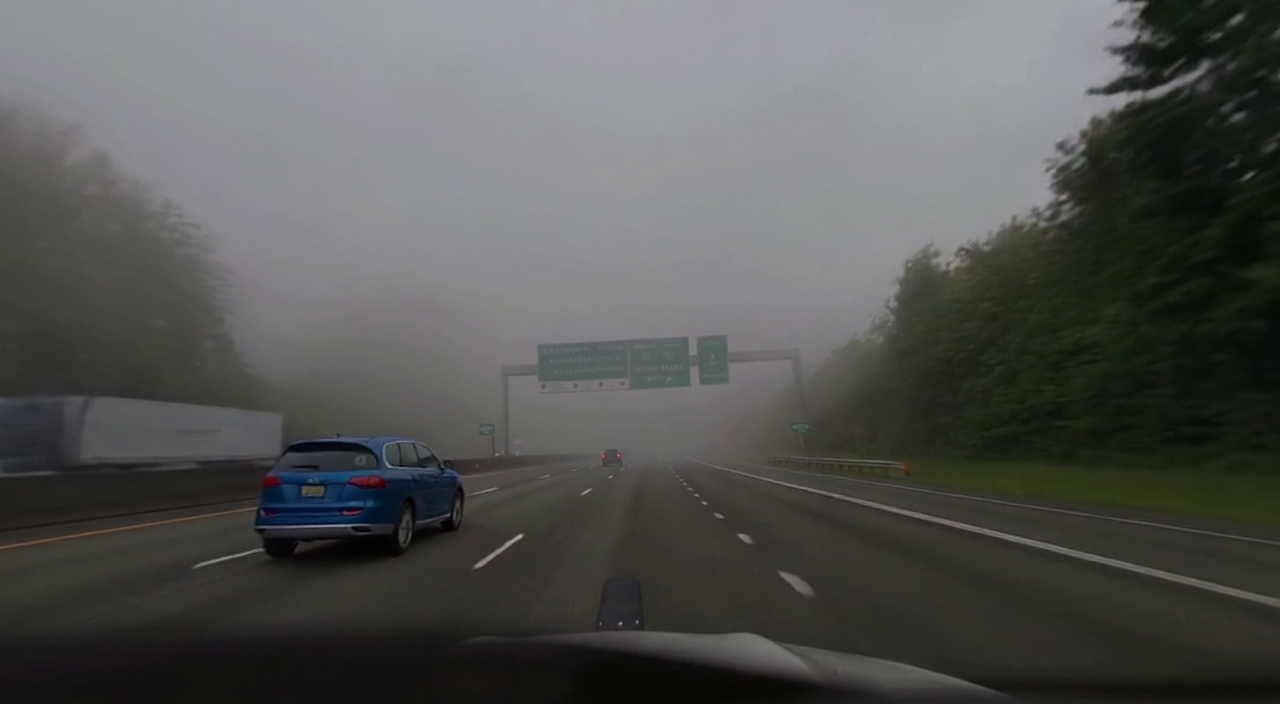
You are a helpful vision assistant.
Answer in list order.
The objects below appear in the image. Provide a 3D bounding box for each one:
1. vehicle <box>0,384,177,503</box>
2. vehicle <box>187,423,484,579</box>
[{"bbox_3d":[-23.274,3.541,24.284,3.021,4.007,9.991,0,-9,2],"label":"vehicle"},{"bbox_3d":[-3.745,1.893,8.804,2.016,1.623,4.126,0,-9,1],"label":"vehicle"}]
